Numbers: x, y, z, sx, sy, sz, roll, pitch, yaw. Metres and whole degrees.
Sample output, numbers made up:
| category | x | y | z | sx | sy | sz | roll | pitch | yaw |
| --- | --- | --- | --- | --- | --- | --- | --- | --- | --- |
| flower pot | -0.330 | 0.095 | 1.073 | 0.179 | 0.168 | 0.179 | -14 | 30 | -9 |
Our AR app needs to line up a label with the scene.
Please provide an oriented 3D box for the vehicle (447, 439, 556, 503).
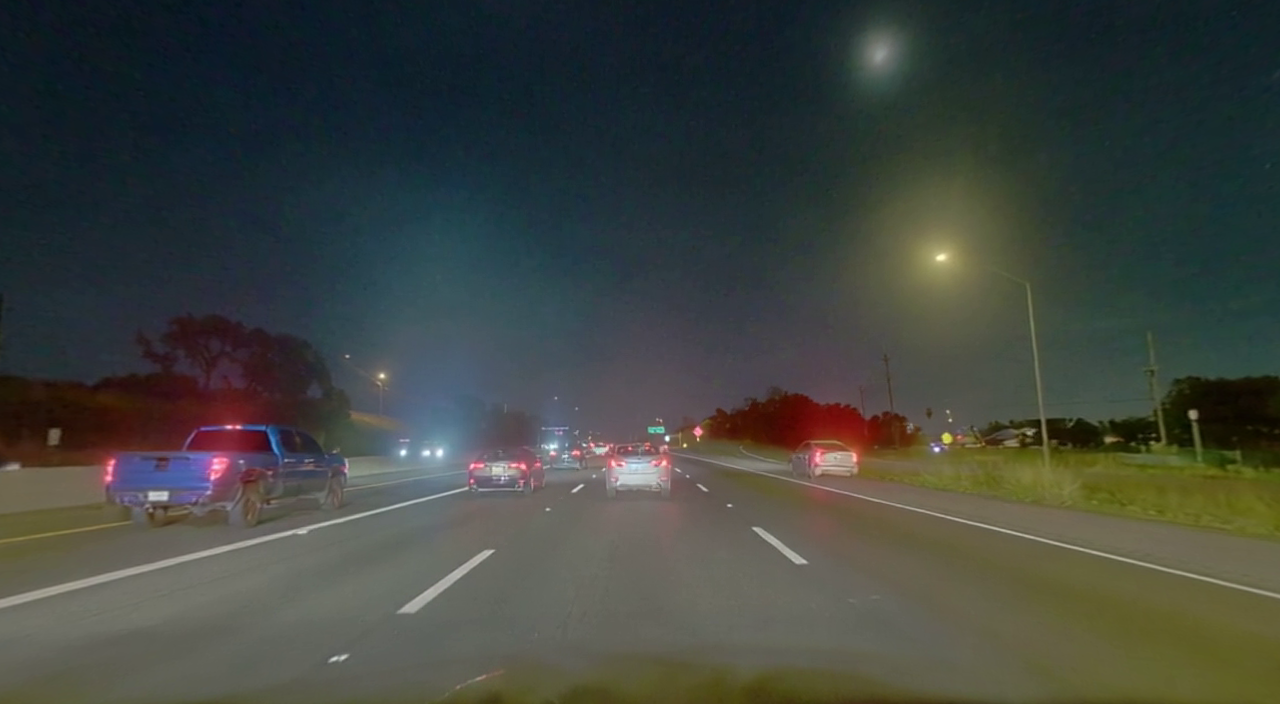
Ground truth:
| category | x | y | z | sx | sy | sz | roll | pitch | yaw |
| --- | --- | --- | --- | --- | --- | --- | --- | --- | --- |
| vehicle | -3.455 | 3.046 | 16.636 | 1.899 | 1.437 | 4.131 | 0 | -8 | 1 |

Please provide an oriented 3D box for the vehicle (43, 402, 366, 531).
| category | x | y | z | sx | sy | sz | roll | pitch | yaw |
| --- | --- | --- | --- | --- | --- | --- | --- | --- | --- |
| vehicle | -7.817 | 2.151 | 12.400 | 2.194 | 1.922 | 5.637 | 0 | -8 | 2 |

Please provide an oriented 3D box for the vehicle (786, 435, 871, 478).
| category | x | y | z | sx | sy | sz | roll | pitch | yaw |
| --- | --- | --- | --- | --- | --- | --- | --- | --- | --- |
| vehicle | 8.139 | 4.570 | 27.808 | 2.205 | 1.701 | 4.601 | 0 | -8 | -1 |

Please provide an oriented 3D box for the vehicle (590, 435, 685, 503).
| category | x | y | z | sx | sy | sz | roll | pitch | yaw |
| --- | --- | --- | --- | --- | --- | --- | --- | --- | --- |
| vehicle | -0.085 | 2.951 | 16.374 | 2.102 | 1.499 | 4.439 | 0 | -8 | -1 |
